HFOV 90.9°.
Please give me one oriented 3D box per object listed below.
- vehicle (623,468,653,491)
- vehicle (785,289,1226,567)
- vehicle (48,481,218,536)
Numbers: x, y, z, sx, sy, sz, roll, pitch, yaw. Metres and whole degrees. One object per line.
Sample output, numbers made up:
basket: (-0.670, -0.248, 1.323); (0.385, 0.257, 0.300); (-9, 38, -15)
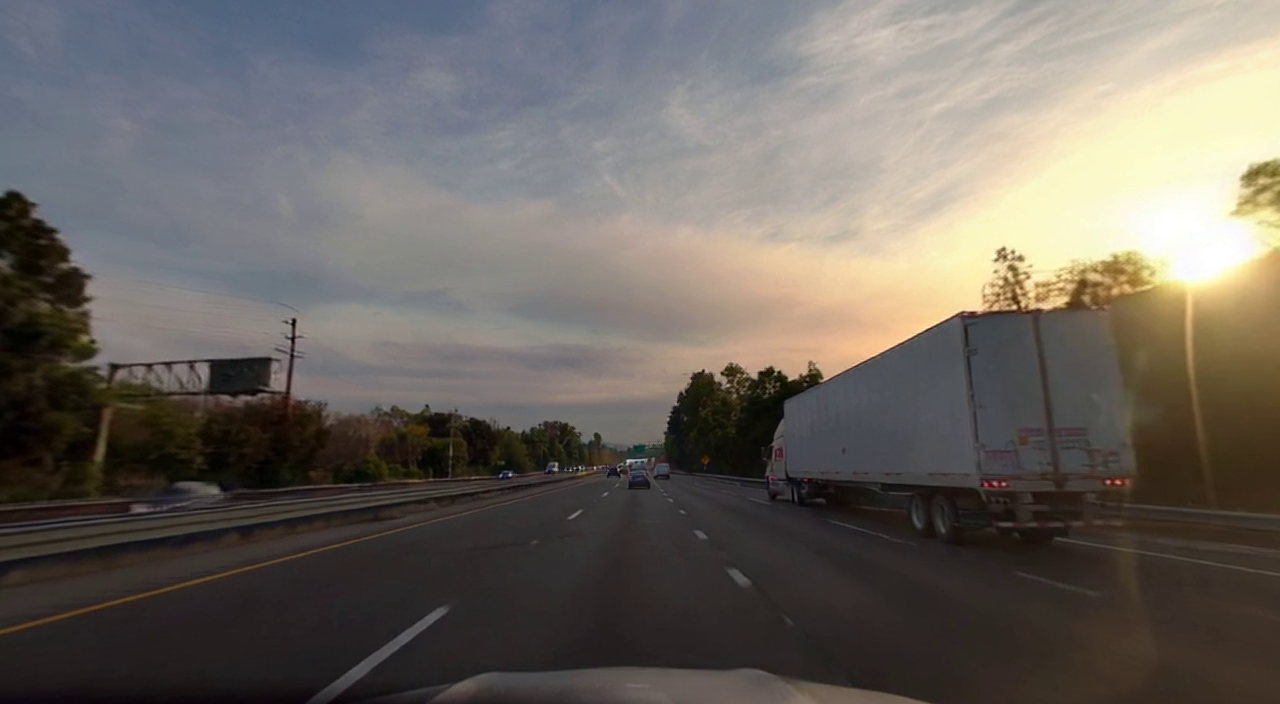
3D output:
vehicle: (-0.153, 8.856, 43.952); (2.029, 1.459, 3.684); (1, -11, 0)
vehicle: (6.857, 2.305, 16.136); (2.926, 4.073, 13.836); (1, -11, 0)
vehicle: (-15.590, 4.809, 19.726); (1.840, 1.425, 4.145); (0, -11, 0)
